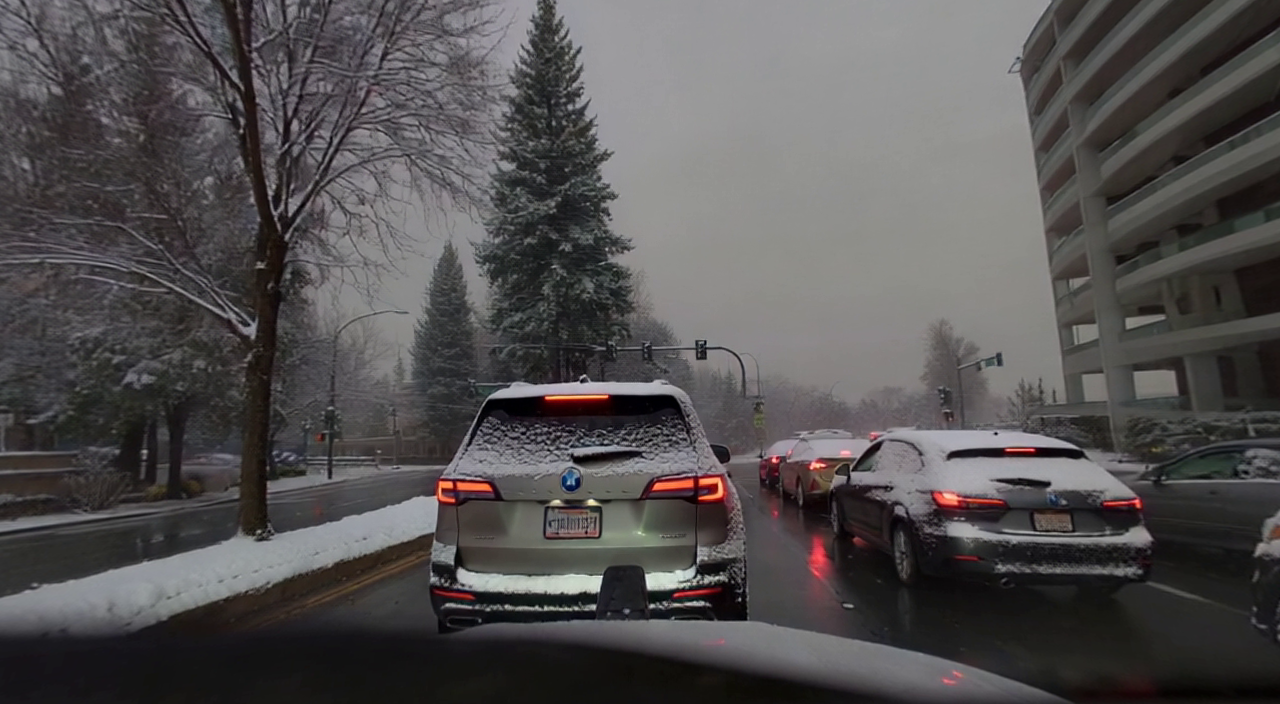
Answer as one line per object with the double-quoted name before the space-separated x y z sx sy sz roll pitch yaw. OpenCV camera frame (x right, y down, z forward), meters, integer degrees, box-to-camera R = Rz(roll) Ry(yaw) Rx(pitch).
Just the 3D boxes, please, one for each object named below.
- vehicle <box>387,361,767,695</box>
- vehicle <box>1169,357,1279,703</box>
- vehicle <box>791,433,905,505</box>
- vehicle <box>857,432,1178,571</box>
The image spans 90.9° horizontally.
"vehicle" -0.209 1.237 5.564 2.021 1.742 4.295 -1 -8 4
"vehicle" 4.061 0.605 1.118 1.993 1.719 4.953 0 -8 1
"vehicle" 5.329 3.032 16.731 1.994 1.638 4.100 -1 -9 6
"vehicle" 4.889 1.965 9.173 1.963 1.480 4.553 0 -8 2
